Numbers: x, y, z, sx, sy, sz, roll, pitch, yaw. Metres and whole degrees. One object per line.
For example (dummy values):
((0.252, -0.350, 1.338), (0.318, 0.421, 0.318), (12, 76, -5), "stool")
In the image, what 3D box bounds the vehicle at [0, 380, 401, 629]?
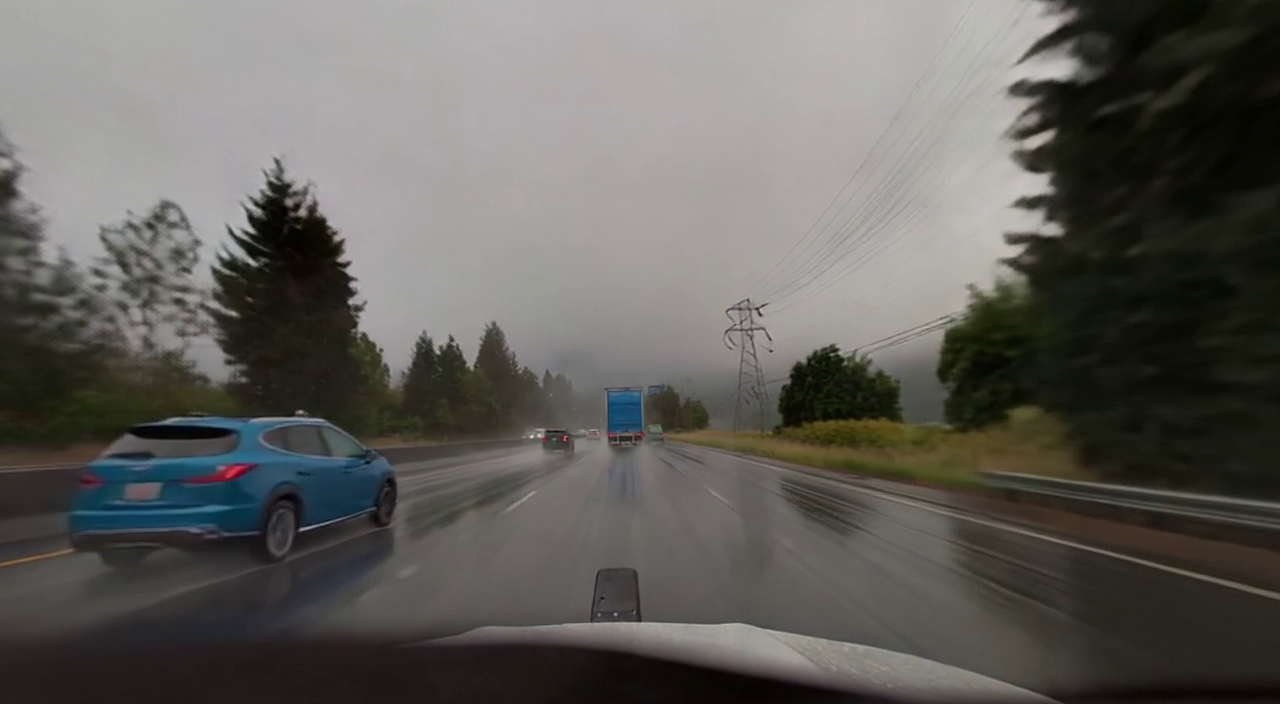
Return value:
((-4.351, 1.290, 6.417), (2.117, 1.618, 4.480), (0, -8, -1), "vehicle")

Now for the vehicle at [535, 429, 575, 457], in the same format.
((-5.048, 5.466, 38.084), (1.934, 1.549, 4.194), (0, -8, -2), "vehicle")

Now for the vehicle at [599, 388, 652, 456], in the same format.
((-0.955, 4.597, 40.666), (2.955, 3.851, 9.915), (0, -8, -1), "vehicle")
